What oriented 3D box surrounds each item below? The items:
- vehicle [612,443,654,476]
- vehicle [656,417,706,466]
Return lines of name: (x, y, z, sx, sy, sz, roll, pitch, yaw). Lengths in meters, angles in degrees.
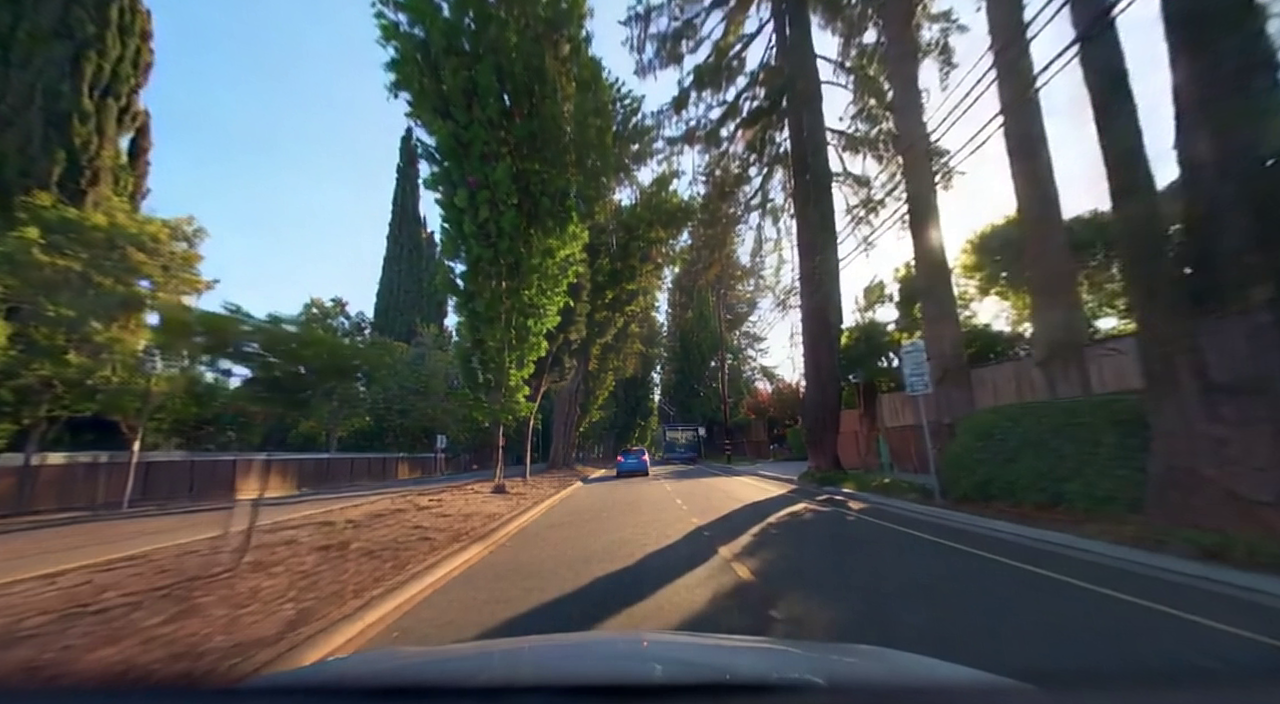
vehicle: (-0.347, 5.421, 32.177, 2.018, 1.511, 3.993, 0, -8, 0)
vehicle: (2.936, 6.906, 48.755, 2.789, 3.285, 12.428, 0, -8, -1)
